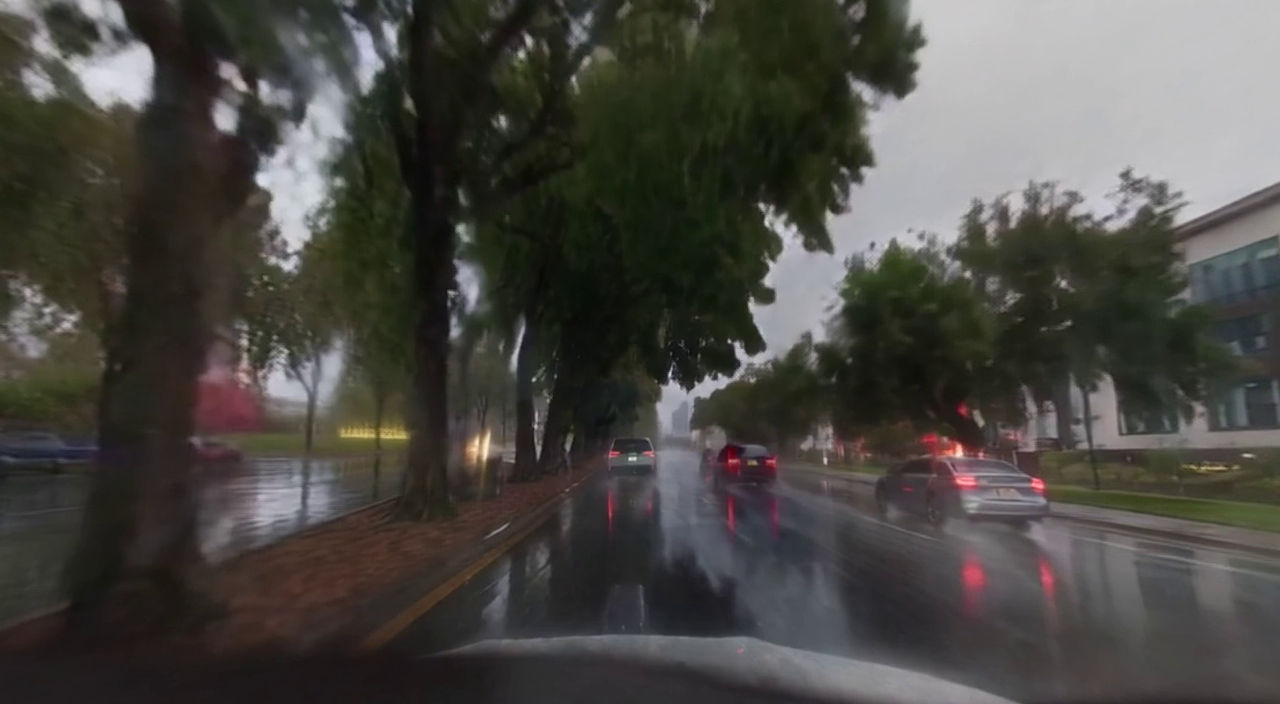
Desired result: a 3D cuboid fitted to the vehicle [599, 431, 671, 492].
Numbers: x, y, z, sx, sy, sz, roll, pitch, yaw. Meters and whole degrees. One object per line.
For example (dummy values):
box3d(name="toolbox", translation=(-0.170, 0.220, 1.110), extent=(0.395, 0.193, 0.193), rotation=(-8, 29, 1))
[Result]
box3d(name="vehicle", translation=(-0.146, 3.388, 19.726), extent=(2.008, 1.674, 4.239), rotation=(0, -8, 0))

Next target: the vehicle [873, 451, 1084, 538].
box3d(name="vehicle", translation=(6.708, 2.825, 13.120), extent=(1.944, 1.458, 4.268), rotation=(0, -8, -1))

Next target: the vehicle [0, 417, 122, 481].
box3d(name="vehicle", translation=(-19.089, 2.993, 19.399), extent=(1.903, 1.768, 4.985), rotation=(0, -8, 0))

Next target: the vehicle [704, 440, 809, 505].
box3d(name="vehicle", translation=(2.960, 3.162, 16.913), extent=(1.932, 1.510, 4.168), rotation=(0, -8, -1))

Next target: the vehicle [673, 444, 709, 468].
box3d(name="vehicle", translation=(3.363, 6.938, 42.070), extent=(2.012, 1.462, 4.163), rotation=(0, -8, -1))

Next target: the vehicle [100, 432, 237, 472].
box3d(name="vehicle", translation=(-18.950, 4.043, 25.600), extent=(1.851, 1.477, 4.891), rotation=(0, -8, -1))
